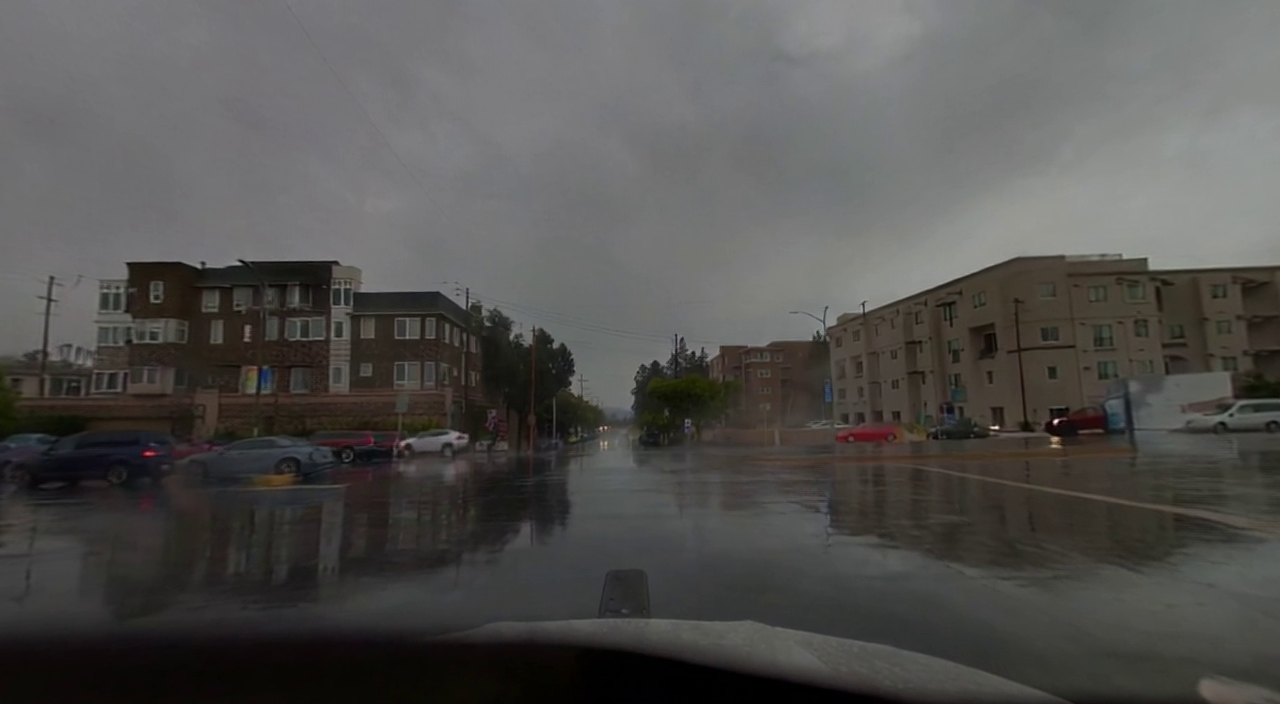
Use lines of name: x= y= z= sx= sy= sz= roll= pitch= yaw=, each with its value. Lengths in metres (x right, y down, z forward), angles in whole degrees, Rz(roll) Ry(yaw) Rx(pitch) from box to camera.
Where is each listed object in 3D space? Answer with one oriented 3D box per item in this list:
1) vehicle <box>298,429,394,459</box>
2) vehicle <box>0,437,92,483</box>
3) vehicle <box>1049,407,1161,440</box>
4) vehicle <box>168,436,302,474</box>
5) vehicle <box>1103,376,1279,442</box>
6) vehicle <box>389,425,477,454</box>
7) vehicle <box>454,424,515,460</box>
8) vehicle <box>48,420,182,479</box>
vehicle: x=-16.963 y=5.346 z=36.563 sx=2.010 sy=1.583 sz=4.582 roll=-6 pitch=-10 yaw=35
vehicle: x=-25.847 y=4.456 z=26.131 sx=4.696 sy=1.801 sz=1.948 roll=-1 pitch=-9 yaw=8
vehicle: x=29.763 y=4.594 z=40.447 sx=5.277 sy=2.032 sz=2.408 roll=0 pitch=-7 yaw=-2
vehicle: x=-16.112 y=4.113 z=25.175 sx=4.233 sy=1.432 sz=1.755 roll=-1 pitch=-9 yaw=7
vehicle: x=33.867 y=3.392 z=37.321 sx=10.986 sy=3.604 sz=2.707 roll=0 pitch=-8 yaw=-5
vehicle: x=-14.733 y=6.275 z=45.177 sx=5.557 sy=1.934 sz=2.060 roll=0 pitch=-9 yaw=-2
vehicle: x=-7.987 y=4.686 z=32.910 sx=2.156 sy=1.620 sz=4.945 roll=3 pitch=-8 yaw=-4
vehicle: x=-21.294 y=3.967 z=25.672 sx=3.506 sy=2.261 sz=2.158 roll=-1 pitch=-9 yaw=6
